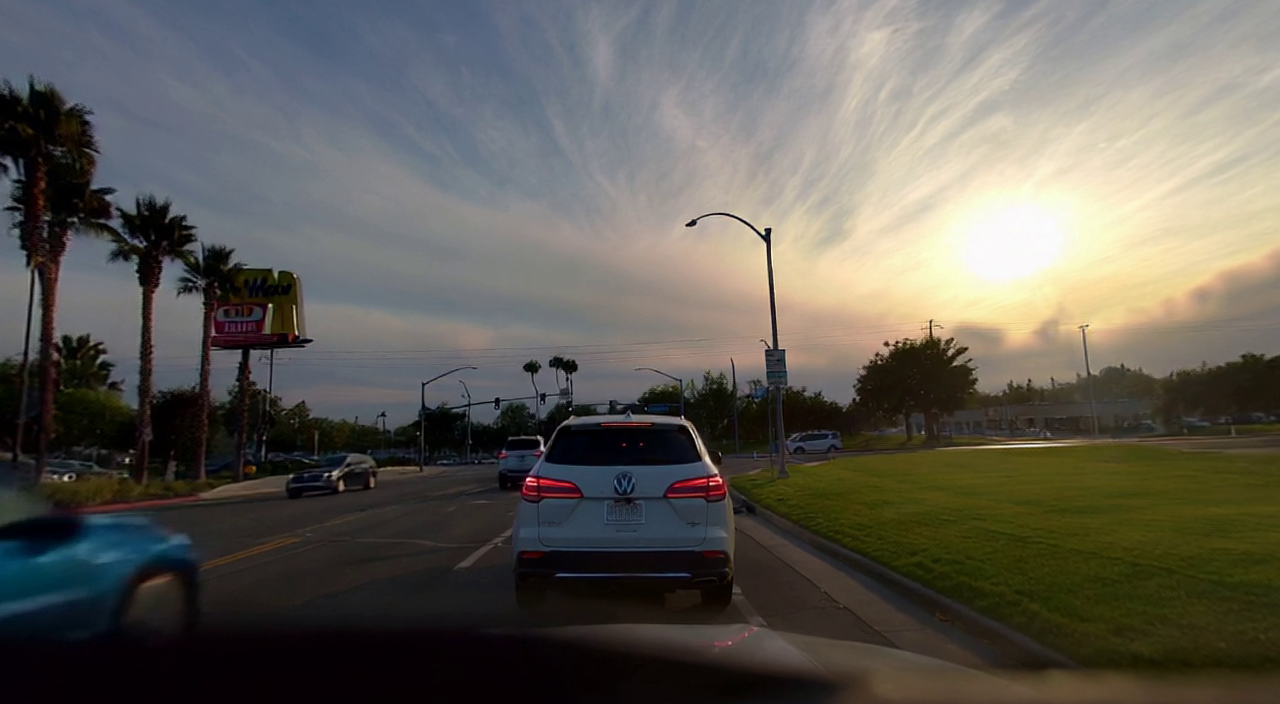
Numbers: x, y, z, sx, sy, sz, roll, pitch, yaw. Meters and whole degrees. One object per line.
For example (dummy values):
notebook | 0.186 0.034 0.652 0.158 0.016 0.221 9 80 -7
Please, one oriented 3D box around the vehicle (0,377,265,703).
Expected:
vehicle | -3.946 0.920 2.708 2.023 1.648 4.302 0 -9 0

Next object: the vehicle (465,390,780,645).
vehicle | -0.142 1.422 6.350 2.137 1.728 3.926 0 -9 -1

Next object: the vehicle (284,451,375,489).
vehicle | -14.954 5.679 30.777 2.069 1.617 4.613 0 -9 0
